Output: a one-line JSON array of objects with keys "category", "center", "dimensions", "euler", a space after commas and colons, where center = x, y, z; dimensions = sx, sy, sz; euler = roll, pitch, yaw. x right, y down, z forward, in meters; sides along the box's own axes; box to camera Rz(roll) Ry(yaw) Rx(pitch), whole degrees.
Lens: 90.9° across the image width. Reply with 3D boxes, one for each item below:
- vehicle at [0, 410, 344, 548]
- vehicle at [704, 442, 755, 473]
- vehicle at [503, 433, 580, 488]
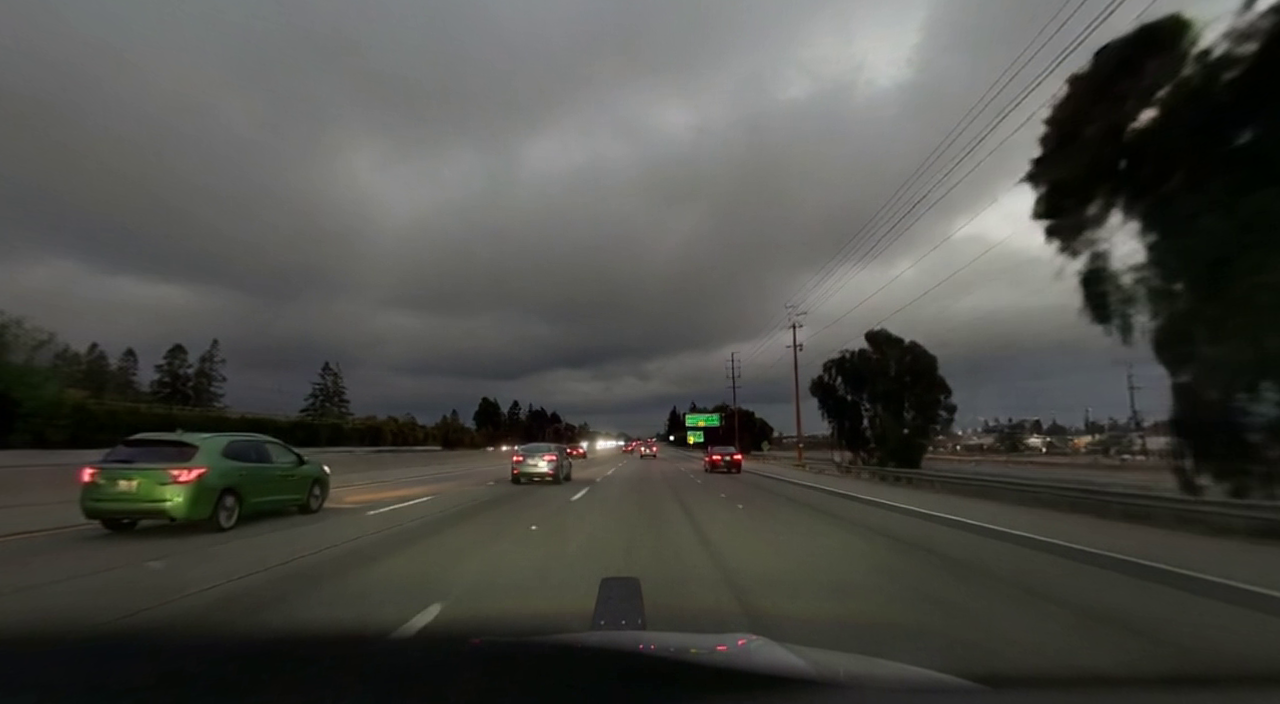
[{"category": "vehicle", "center": [-7.376, 2.027, 10.795], "dimensions": [2.162, 1.805, 4.853], "euler": [0, -8, 1]}, {"category": "vehicle", "center": [4.553, 5.414, 32.610], "dimensions": [1.964, 1.479, 4.252], "euler": [0, -8, -1]}, {"category": "vehicle", "center": [-3.284, 3.714, 21.866], "dimensions": [1.961, 1.704, 4.052], "euler": [0, -8, 1]}]
